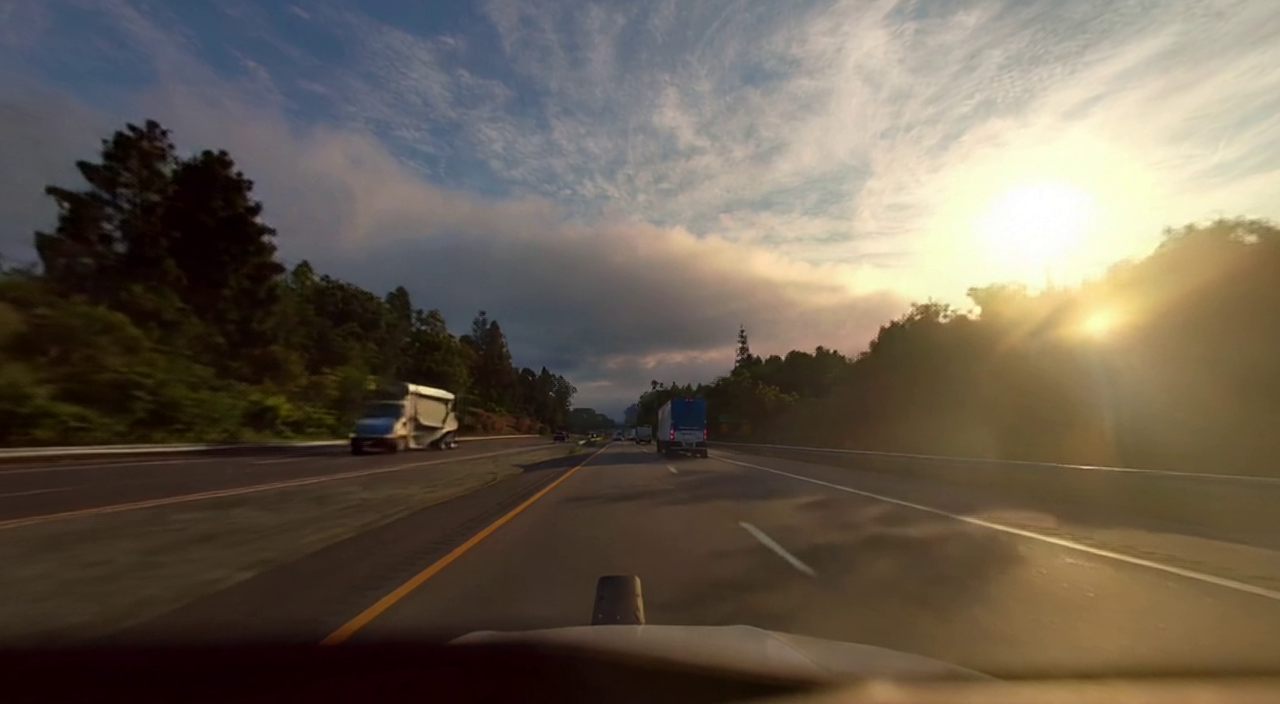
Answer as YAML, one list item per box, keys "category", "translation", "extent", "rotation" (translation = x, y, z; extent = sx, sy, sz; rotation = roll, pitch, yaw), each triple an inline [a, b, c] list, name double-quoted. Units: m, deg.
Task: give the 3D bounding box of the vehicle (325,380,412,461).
- category: "vehicle"
  translation: [-13.782, 3.521, 32.229]
  extent: [2.973, 3.886, 2.899]
  rotation: [0, -8, 0]

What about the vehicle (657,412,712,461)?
- category: "vehicle"
  translation: [2.480, 4.961, 37.043]
  extent: [2.570, 2.596, 6.082]
  rotation: [0, -8, -2]
